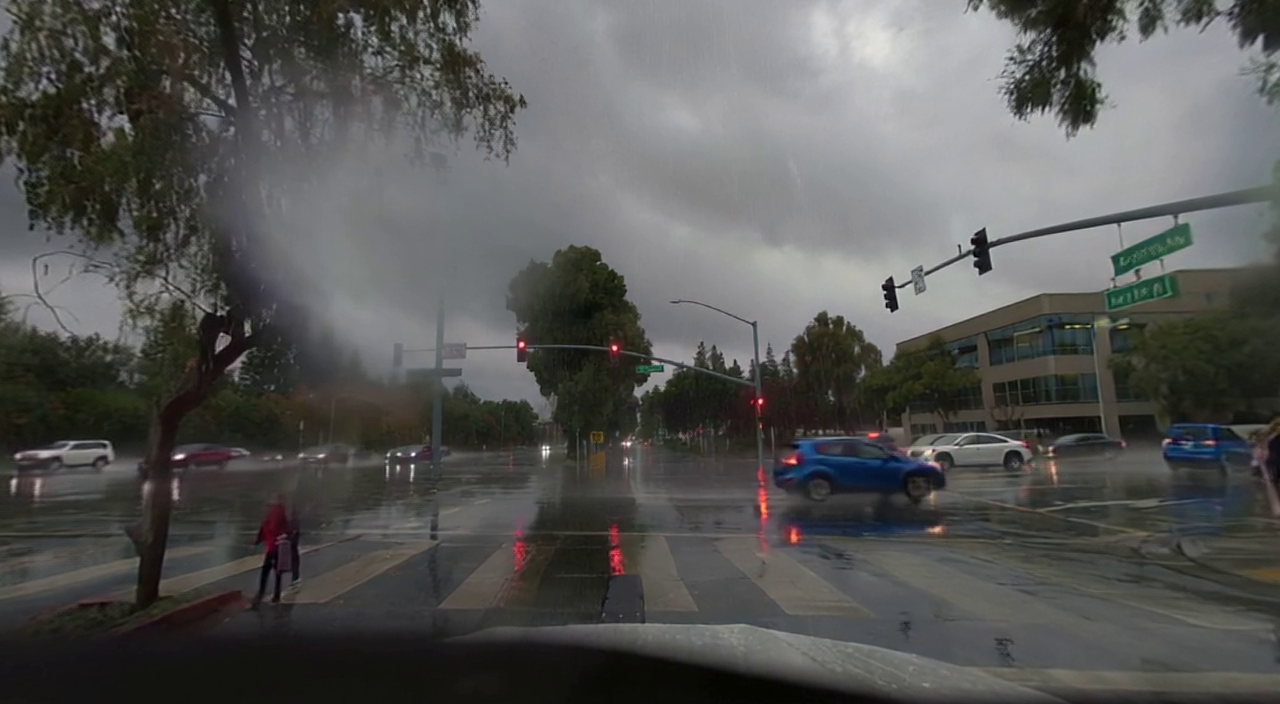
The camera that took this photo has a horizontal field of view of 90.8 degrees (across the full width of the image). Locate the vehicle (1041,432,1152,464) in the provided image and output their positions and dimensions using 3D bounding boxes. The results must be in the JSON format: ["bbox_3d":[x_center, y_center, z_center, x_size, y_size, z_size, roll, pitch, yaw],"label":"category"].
[{"bbox_3d":[27.760,5.880,38.779,2.457,1.777,6.196,-1,-8,3],"label":"vehicle"}]

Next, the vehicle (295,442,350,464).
[{"bbox_3d":[-24.813,7.925,49.570,2.056,1.604,4.436,0,-8,-2],"label":"vehicle"}]

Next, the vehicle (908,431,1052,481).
[{"bbox_3d":[12.941,3.920,24.068,4.742,1.762,2.180,3,-9,-22],"label":"vehicle"}]

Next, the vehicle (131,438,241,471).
[{"bbox_3d":[-27.586,6.248,38.742,2.388,1.858,6.056,0,-8,-2],"label":"vehicle"}]

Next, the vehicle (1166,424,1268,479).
[{"bbox_3d":[21.419,3.644,23.388,4.509,1.821,2.066,7,-11,-40],"label":"vehicle"}]

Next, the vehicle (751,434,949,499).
[{"bbox_3d":[5.214,2.900,16.183,4.312,1.540,2.007,0,-8,-1],"label":"vehicle"}]

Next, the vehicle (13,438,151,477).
[{"bbox_3d":[-31.008,5.846,35.486,2.456,1.961,5.978,0,-8,-3],"label":"vehicle"}]
